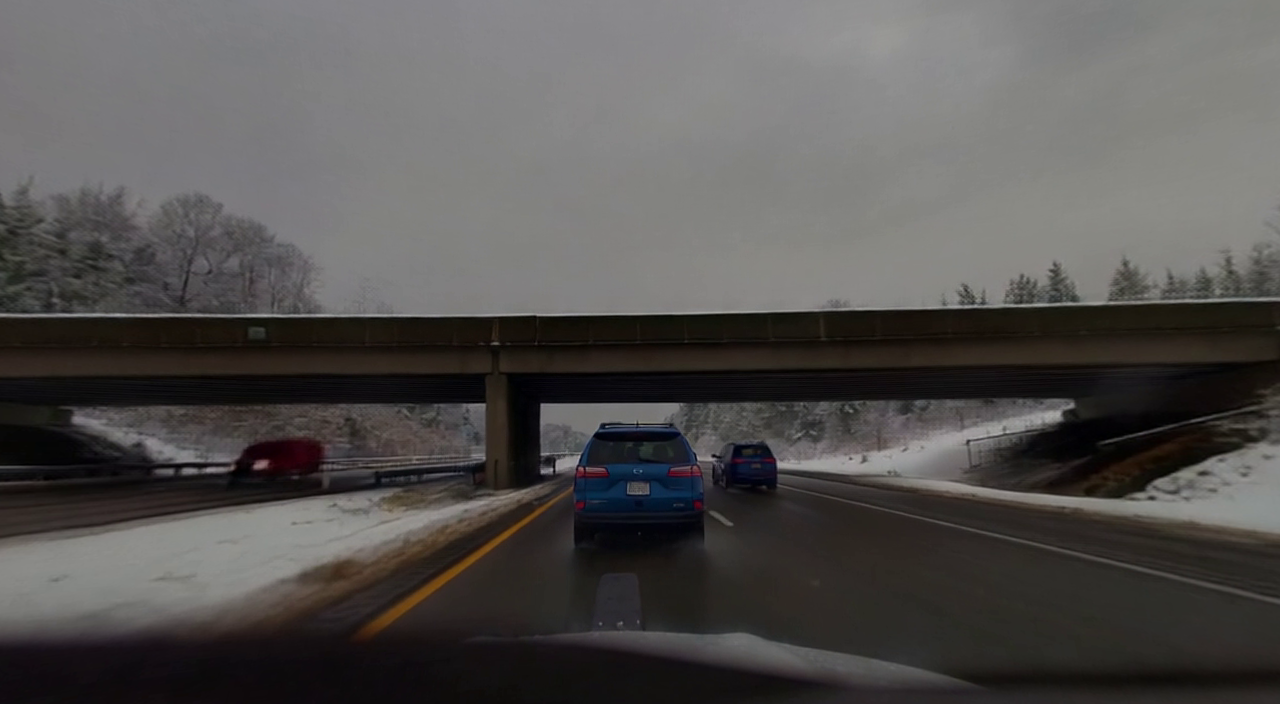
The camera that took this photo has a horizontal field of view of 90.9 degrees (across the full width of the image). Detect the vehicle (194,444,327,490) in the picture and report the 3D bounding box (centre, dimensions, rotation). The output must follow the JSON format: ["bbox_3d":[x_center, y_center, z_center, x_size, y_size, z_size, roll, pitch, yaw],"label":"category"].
[{"bbox_3d":[-13.083,3.977,22.100,2.006,1.459,4.251,0,-9,0],"label":"vehicle"}]

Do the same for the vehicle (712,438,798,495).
[{"bbox_3d":[3.894,3.954,22.172,2.043,1.767,4.620,0,-9,-1],"label":"vehicle"}]

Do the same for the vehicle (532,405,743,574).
[{"bbox_3d":[-0.027,1.811,8.958,2.288,1.823,4.059,0,-9,0],"label":"vehicle"}]
